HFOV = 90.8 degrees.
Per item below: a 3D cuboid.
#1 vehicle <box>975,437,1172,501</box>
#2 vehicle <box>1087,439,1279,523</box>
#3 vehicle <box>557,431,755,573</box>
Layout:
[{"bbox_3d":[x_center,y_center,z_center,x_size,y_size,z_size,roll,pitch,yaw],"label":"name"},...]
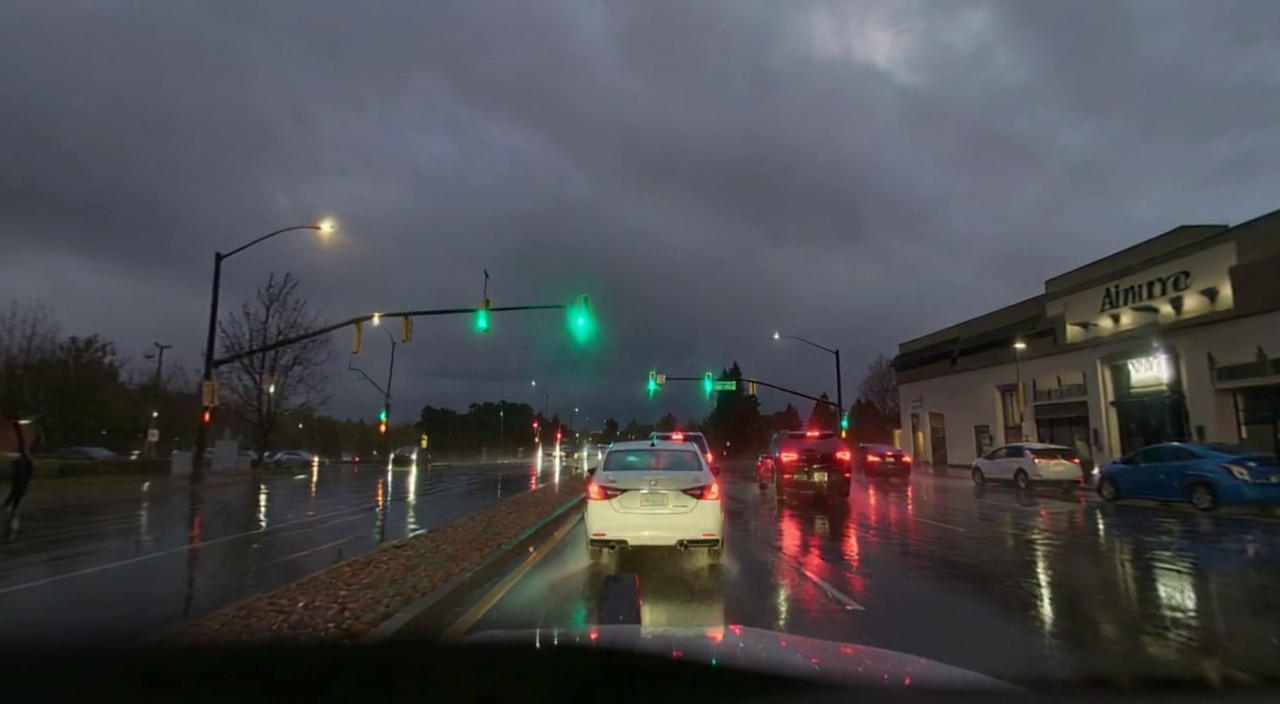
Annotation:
[{"bbox_3d":[14.063,3.820,21.162,2.309,1.819,5.793,0,-9,-2],"label":"vehicle"},{"bbox_3d":[14.178,3.088,15.774,2.235,1.721,5.230,0,-9,1],"label":"vehicle"},{"bbox_3d":[0.139,1.904,8.816,2.067,1.471,4.241,0,-9,-1],"label":"vehicle"}]
